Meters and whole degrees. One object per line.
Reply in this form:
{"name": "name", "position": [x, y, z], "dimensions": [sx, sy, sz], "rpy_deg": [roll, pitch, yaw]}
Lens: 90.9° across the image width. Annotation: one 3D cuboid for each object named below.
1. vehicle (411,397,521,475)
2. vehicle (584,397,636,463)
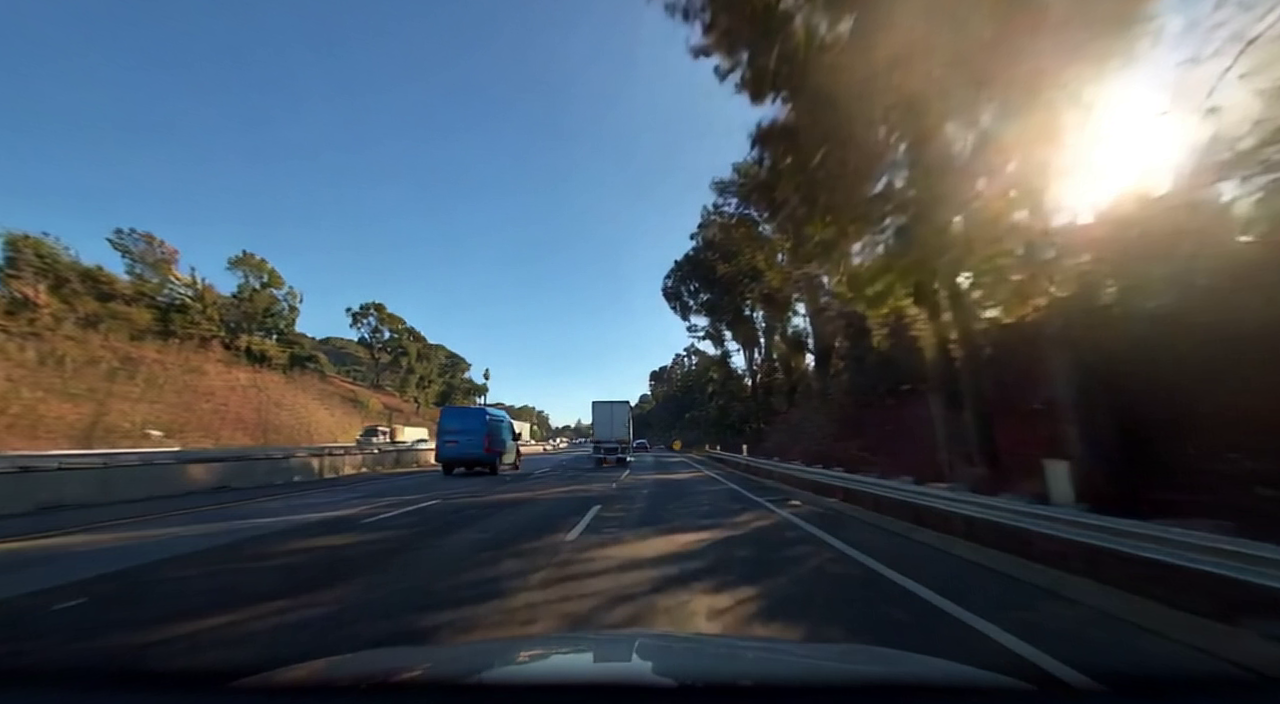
{"name": "vehicle", "position": [-6.836, 3.445, 25.861], "dimensions": [2.396, 2.763, 6.935], "rpy_deg": [0, -8, 1]}
{"name": "vehicle", "position": [-1.968, 5.552, 44.665], "dimensions": [3.173, 4.185, 8.360], "rpy_deg": [0, -8, 0]}
